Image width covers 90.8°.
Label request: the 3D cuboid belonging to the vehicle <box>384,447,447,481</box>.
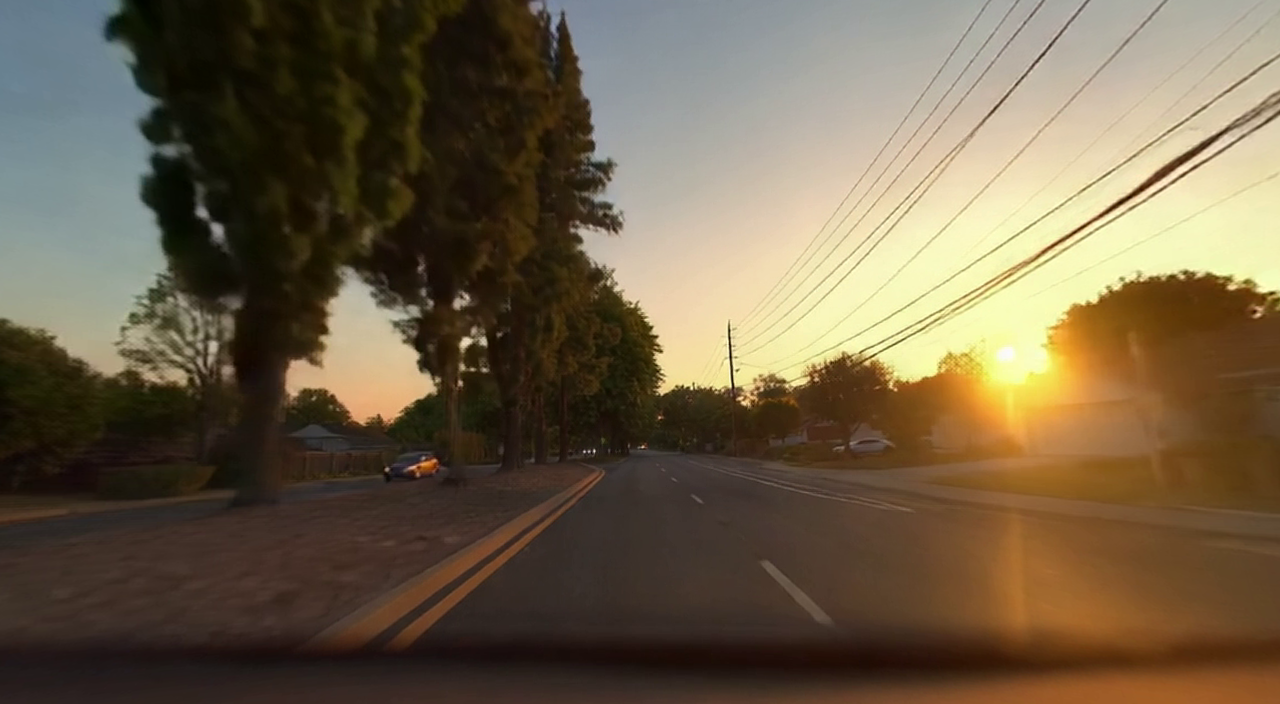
[{"bbox_3d":[-13.503,6.724,38.361,2.112,1.847,4.765,0,-8,-1],"label":"vehicle"}]
